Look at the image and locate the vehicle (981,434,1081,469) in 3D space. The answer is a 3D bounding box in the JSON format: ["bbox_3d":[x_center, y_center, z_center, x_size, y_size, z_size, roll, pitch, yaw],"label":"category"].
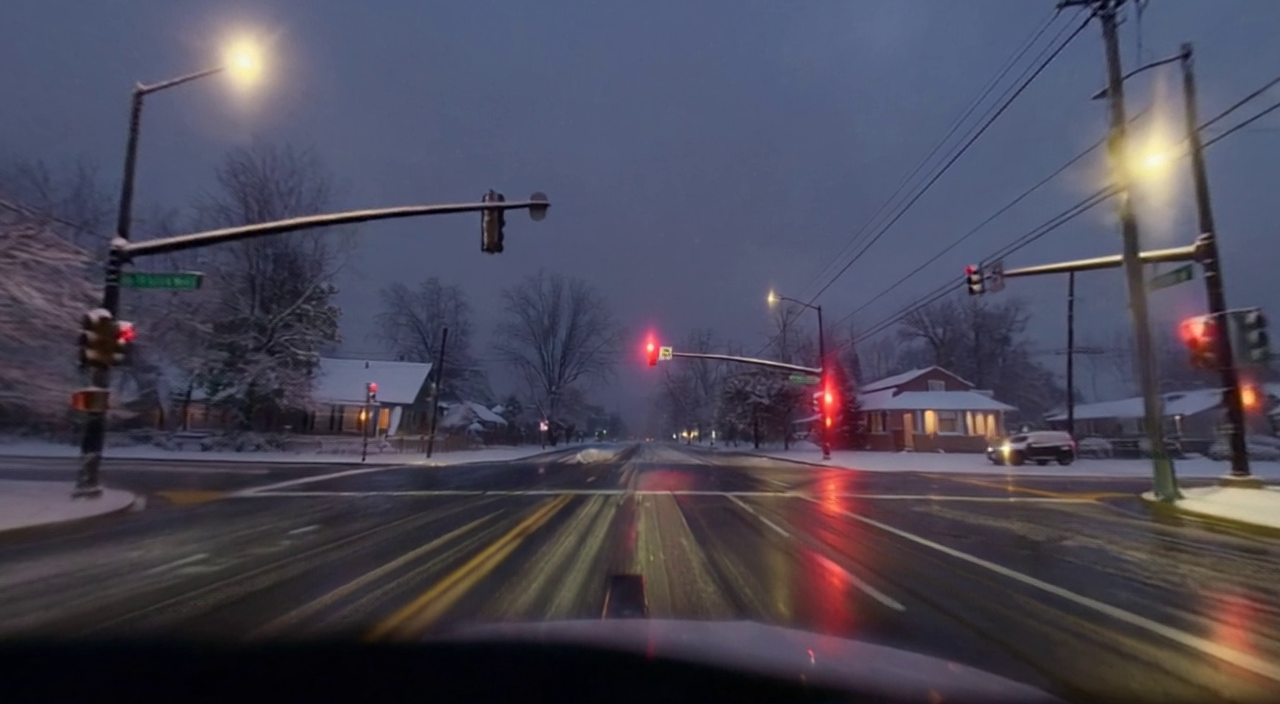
[{"bbox_3d":[22.917,5.833,37.207,2.030,1.927,4.853,2,-9,-14],"label":"vehicle"}]
